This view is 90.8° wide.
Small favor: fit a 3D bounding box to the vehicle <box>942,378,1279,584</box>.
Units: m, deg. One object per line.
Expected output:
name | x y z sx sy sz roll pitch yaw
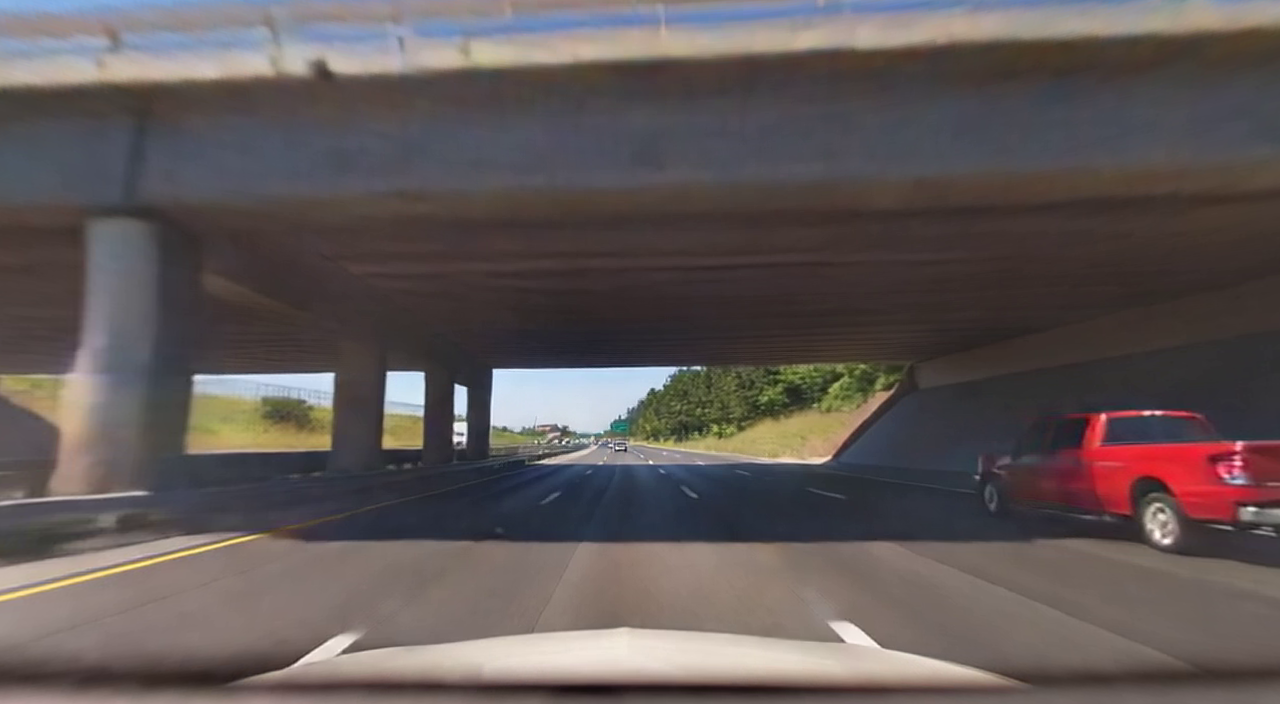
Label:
vehicle | 6.808 1.564 8.429 2.395 1.819 6.086 0 -9 -2
